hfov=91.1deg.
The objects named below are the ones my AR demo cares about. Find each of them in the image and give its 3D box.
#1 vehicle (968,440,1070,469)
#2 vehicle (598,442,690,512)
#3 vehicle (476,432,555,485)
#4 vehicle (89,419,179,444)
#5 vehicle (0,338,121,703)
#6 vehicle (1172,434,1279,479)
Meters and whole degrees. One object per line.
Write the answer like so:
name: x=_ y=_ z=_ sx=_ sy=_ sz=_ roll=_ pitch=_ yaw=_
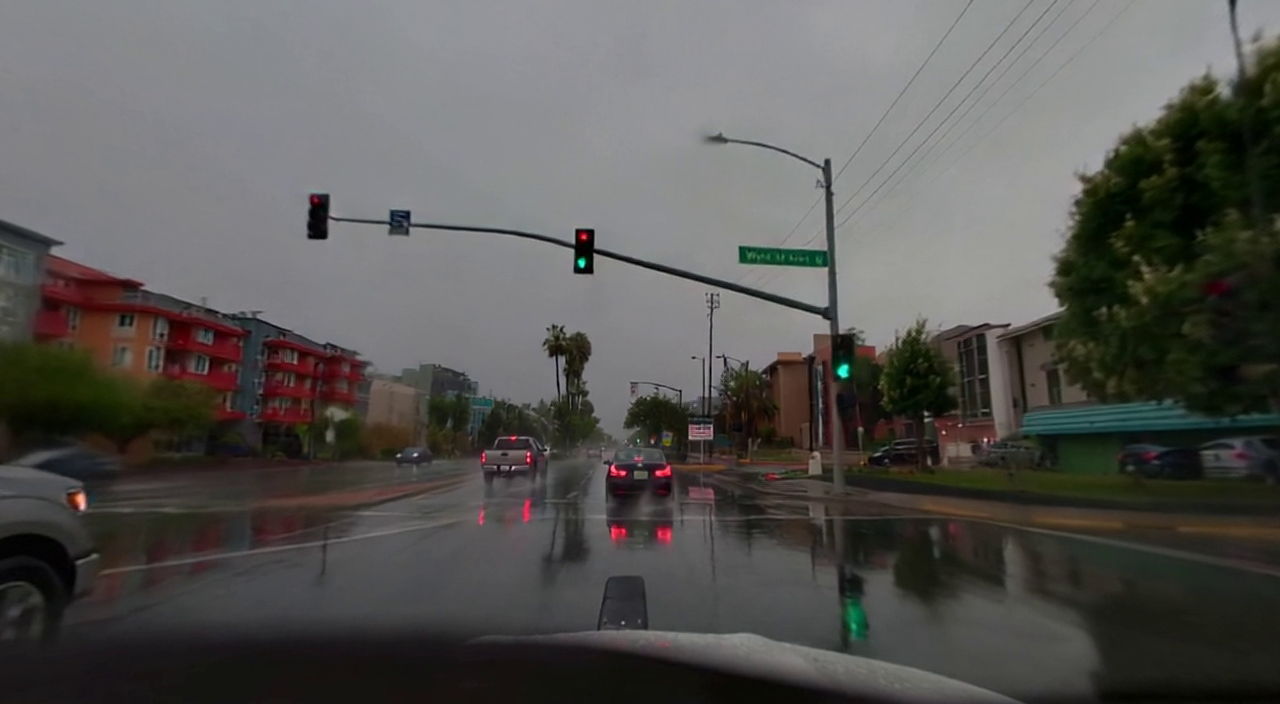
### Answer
vehicle: x=26.248 y=7.098 z=43.654 sx=5.602 sy=1.903 sz=2.128 roll=0 pitch=-8 yaw=1
vehicle: x=0.020 y=3.183 z=16.547 sx=2.122 sy=1.562 sz=4.152 roll=0 pitch=-8 yaw=-2
vehicle: x=-5.306 y=4.628 z=27.805 sx=2.447 sy=2.062 sz=5.911 roll=0 pitch=-8 yaw=-2
vehicle: x=-38.119 y=6.016 z=47.403 sx=4.923 sy=1.874 sz=2.063 roll=0 pitch=-8 yaw=-1
vehicle: x=-4.313 y=0.539 z=0.821 sx=2.187 sy=1.904 sz=6.103 roll=0 pitch=-8 yaw=-2
vehicle: x=23.719 y=4.015 z=24.237 sx=1.908 sy=1.626 sz=4.559 roll=8 pitch=-12 yaw=-44
